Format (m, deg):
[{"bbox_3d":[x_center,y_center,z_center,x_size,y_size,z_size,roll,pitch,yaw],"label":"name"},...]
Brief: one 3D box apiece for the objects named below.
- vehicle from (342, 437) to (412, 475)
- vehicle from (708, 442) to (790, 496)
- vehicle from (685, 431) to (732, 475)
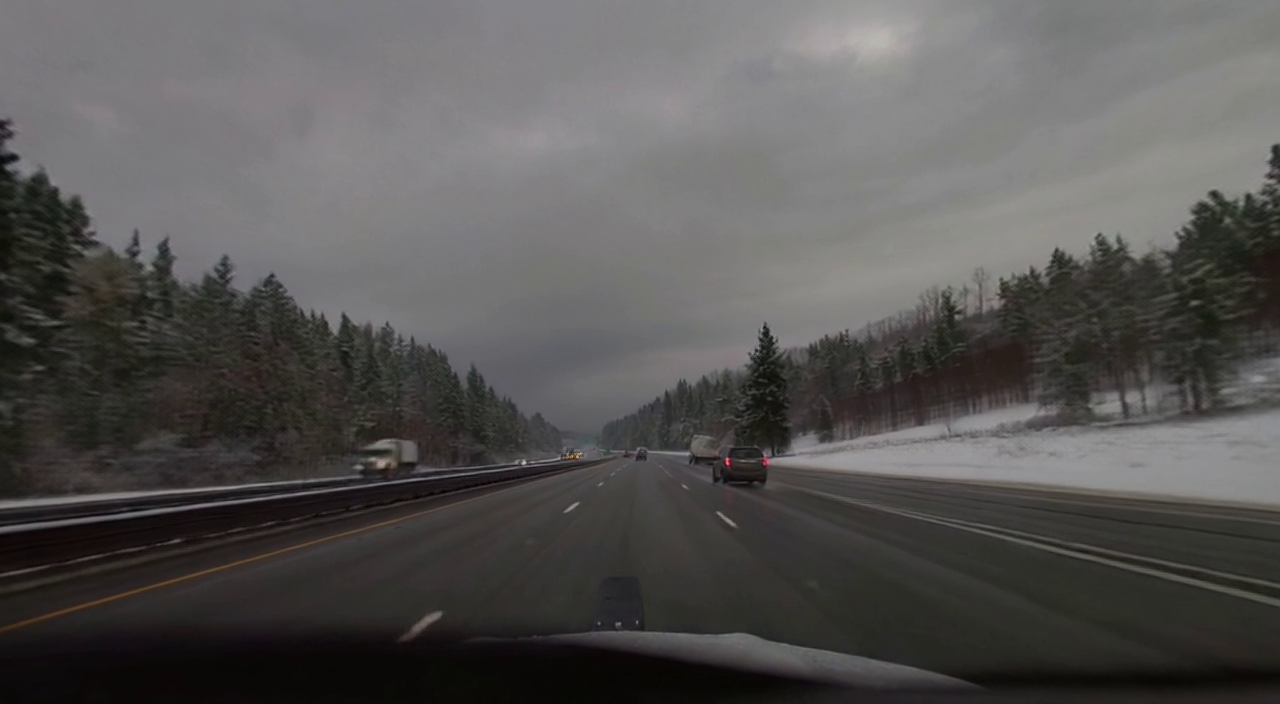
[{"bbox_3d":[-18.572,7.390,44.951,2.474,2.513,5.438,-1,-9,1],"label":"vehicle"},{"bbox_3d":[3.532,3.879,21.246,2.019,1.601,3.953,0,-9,0],"label":"vehicle"},{"bbox_3d":[4.276,6.453,40.451,2.300,2.564,5.643,0,-9,-1],"label":"vehicle"}]
